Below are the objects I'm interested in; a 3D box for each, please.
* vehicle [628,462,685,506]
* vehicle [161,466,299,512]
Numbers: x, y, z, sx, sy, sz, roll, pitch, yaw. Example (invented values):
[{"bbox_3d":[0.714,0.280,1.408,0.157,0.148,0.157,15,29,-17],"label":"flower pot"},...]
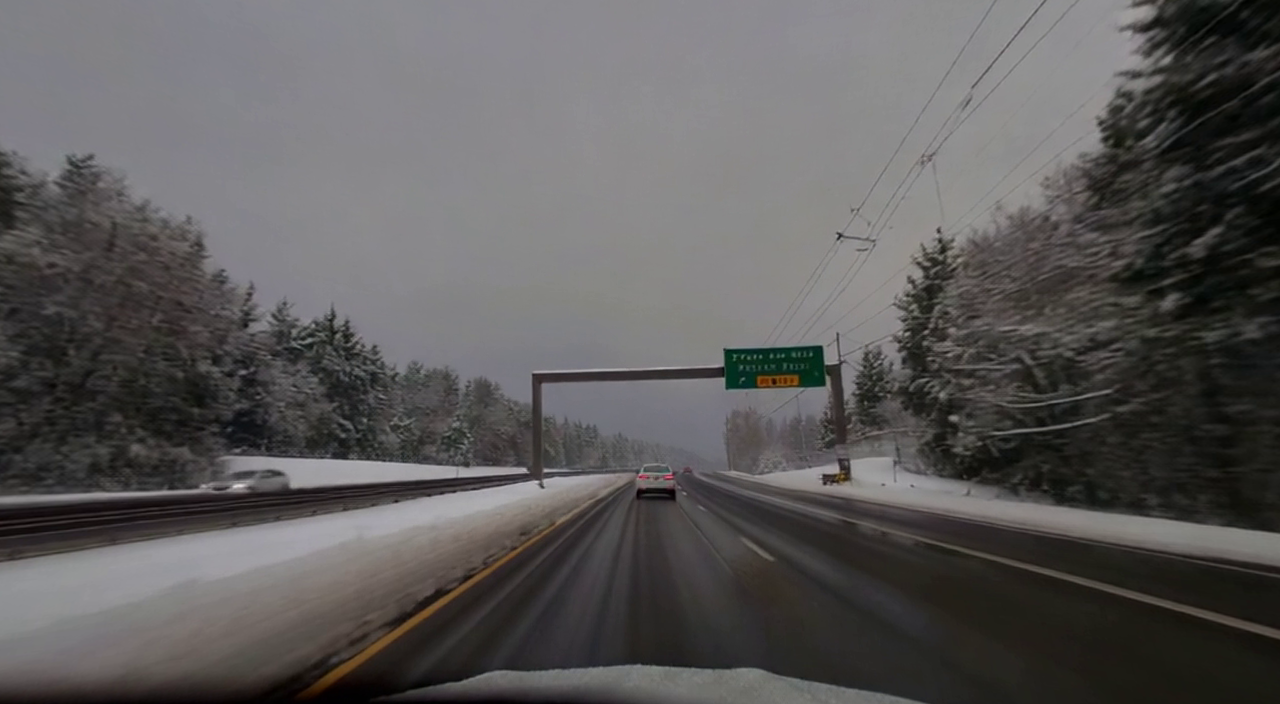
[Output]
[{"bbox_3d":[0.592,4.973,24.017,1.987,1.480,3.786,1,-10,1],"label":"vehicle"},{"bbox_3d":[-14.567,4.879,22.745,1.895,1.425,4.524,1,-10,0],"label":"vehicle"}]
